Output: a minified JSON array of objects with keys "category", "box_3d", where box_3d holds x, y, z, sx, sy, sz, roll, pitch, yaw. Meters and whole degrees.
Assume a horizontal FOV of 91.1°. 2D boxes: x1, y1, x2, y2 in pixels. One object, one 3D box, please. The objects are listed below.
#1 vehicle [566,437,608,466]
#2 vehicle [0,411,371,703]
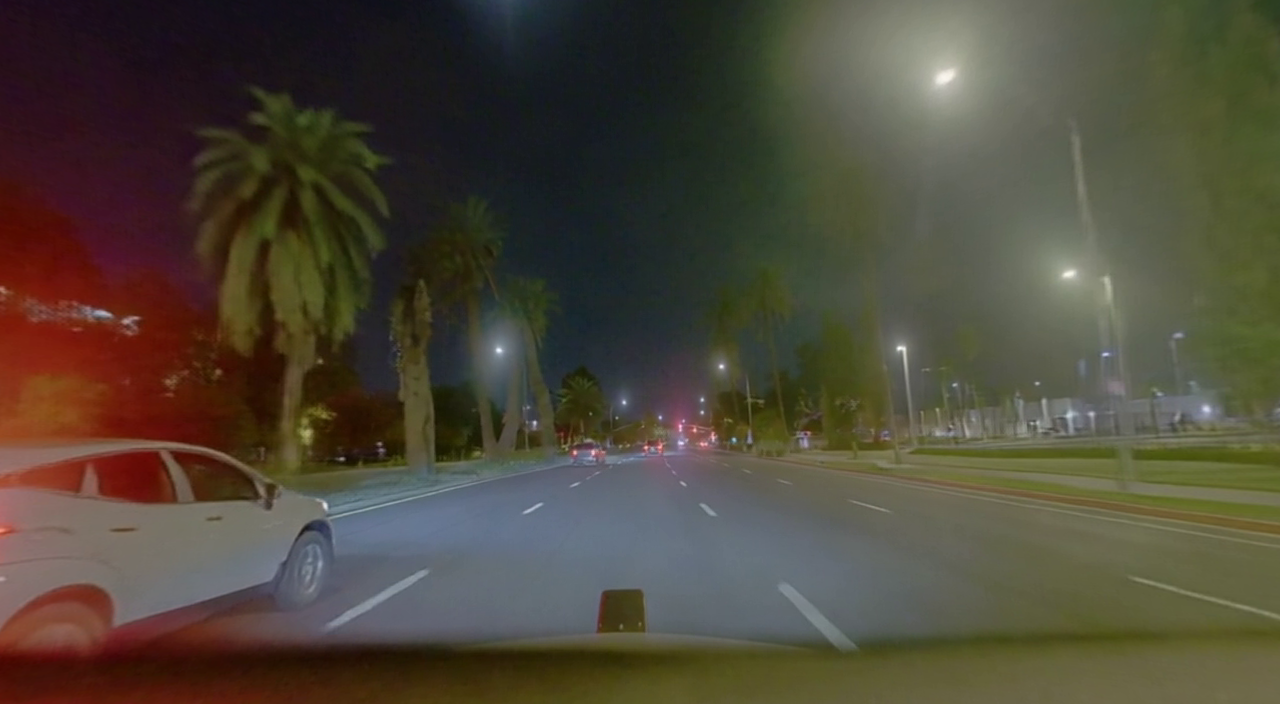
[{"category":"vehicle","box_3d":[-3.462,6.640,42.080,2.188,1.819,4.667,-1,-8,3]},{"category":"vehicle","box_3d":[-3.802,1.190,3.986,2.036,1.478,4.771,0,-8,0]}]
